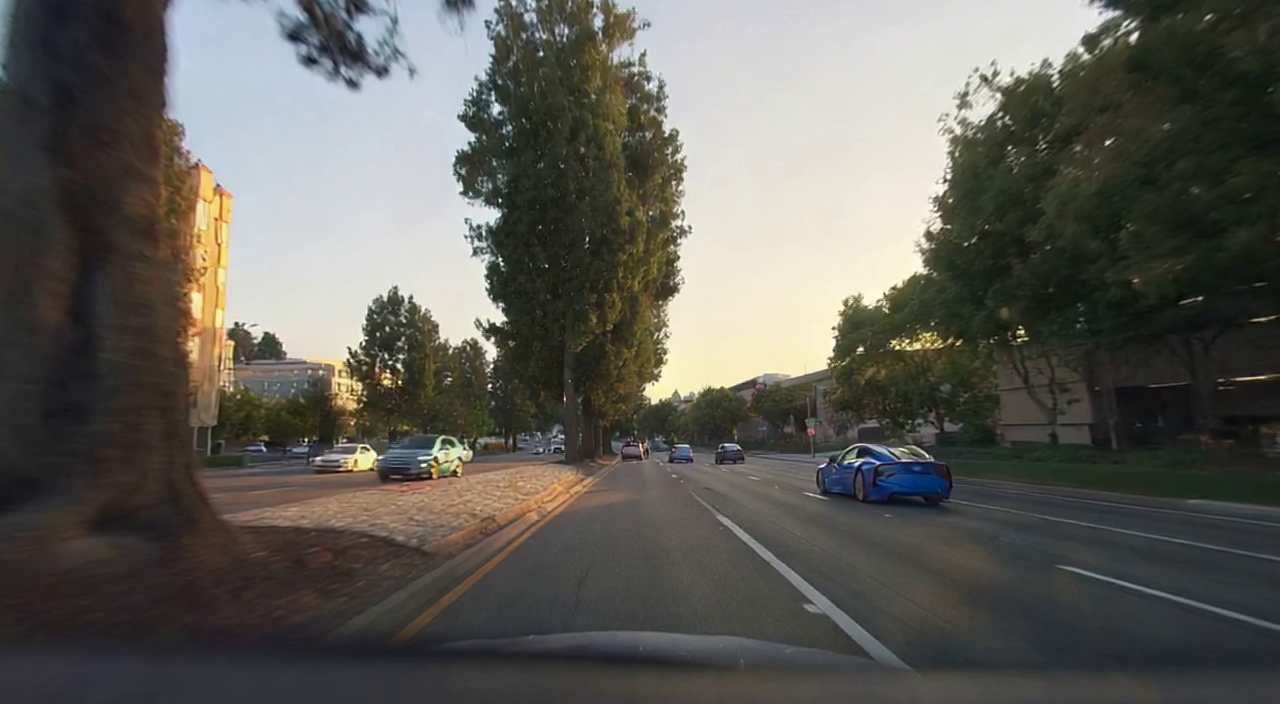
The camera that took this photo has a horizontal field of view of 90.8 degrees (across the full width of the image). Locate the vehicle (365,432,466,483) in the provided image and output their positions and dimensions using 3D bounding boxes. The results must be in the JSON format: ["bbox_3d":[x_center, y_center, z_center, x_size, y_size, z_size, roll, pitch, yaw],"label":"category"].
[{"bbox_3d":[-8.741,4.148,25.108,2.123,1.782,4.622,0,-9,2],"label":"vehicle"}]

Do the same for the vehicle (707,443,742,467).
[{"bbox_3d":[6.099,7.487,46.004,1.931,1.685,4.054,0,-9,-2],"label":"vehicle"}]

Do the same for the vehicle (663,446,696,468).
[{"bbox_3d":[2.793,7.517,45.537,1.930,1.483,4.471,1,-9,-2],"label":"vehicle"}]

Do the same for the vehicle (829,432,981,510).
[{"bbox_3d":[6.674,3.028,16.554,1.987,1.730,4.373,0,-9,-1],"label":"vehicle"}]

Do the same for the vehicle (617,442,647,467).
[{"bbox_3d":[-0.606,7.643,47.341,2.146,1.800,4.042,0,-9,-1],"label":"vehicle"}]

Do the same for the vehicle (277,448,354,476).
[{"bbox_3d":[-18.266,6.173,35.800,1.817,1.423,4.477,0,-9,2],"label":"vehicle"}]
